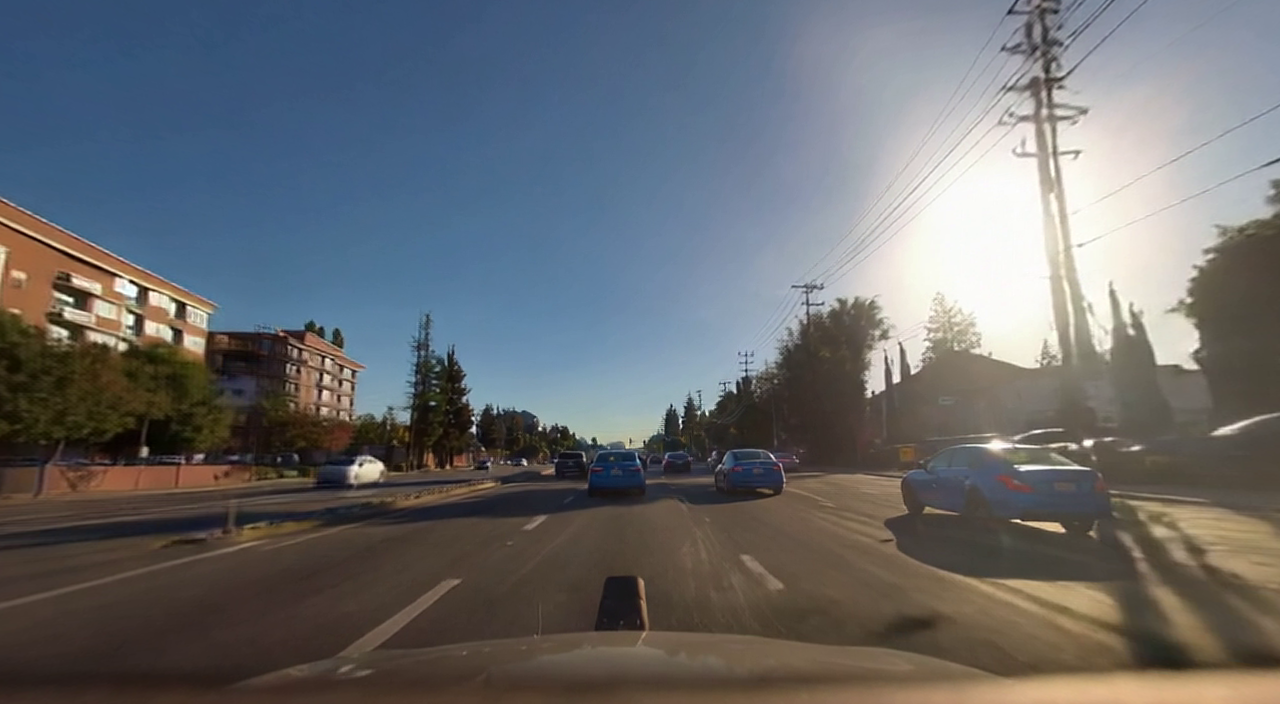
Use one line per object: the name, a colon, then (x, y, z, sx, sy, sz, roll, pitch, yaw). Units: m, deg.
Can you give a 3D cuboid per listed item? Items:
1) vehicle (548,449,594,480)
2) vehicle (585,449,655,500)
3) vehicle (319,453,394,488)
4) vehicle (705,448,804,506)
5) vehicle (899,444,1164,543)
vehicle: (-3.824, 6.347, 35.808, 2.073, 1.606, 4.364, -1, -9, 1)
vehicle: (-0.613, 3.977, 20.950, 2.065, 1.464, 4.216, 0, -9, 0)
vehicle: (-15.945, 6.646, 35.841, 2.035, 1.762, 4.753, 0, -9, 0)
vehicle: (3.278, 3.679, 19.083, 2.053, 1.490, 4.464, 0, -9, -2)
vehicle: (6.804, 2.461, 11.732, 2.004, 1.455, 4.417, 0, -9, -1)
